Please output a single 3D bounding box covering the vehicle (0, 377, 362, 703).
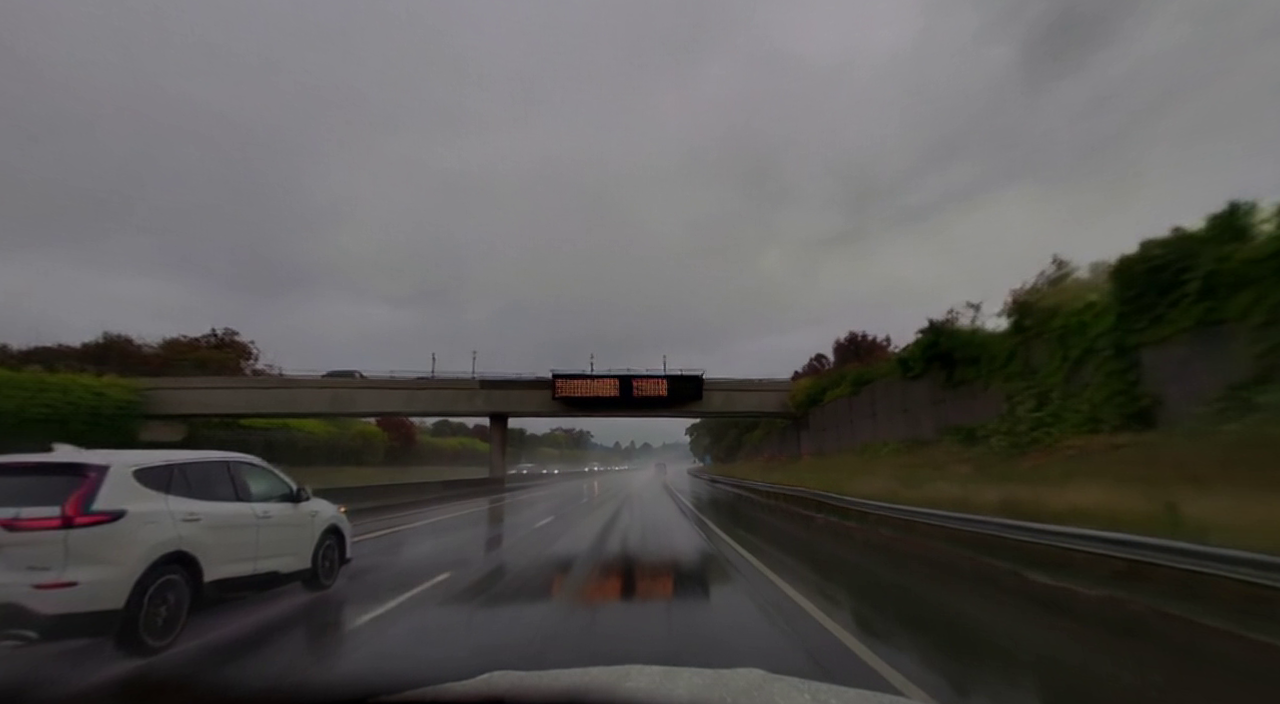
[{"bbox_3d":[-4.095,1.227,4.370,2.141,1.697,4.641,1,-11,0],"label":"vehicle"}]
